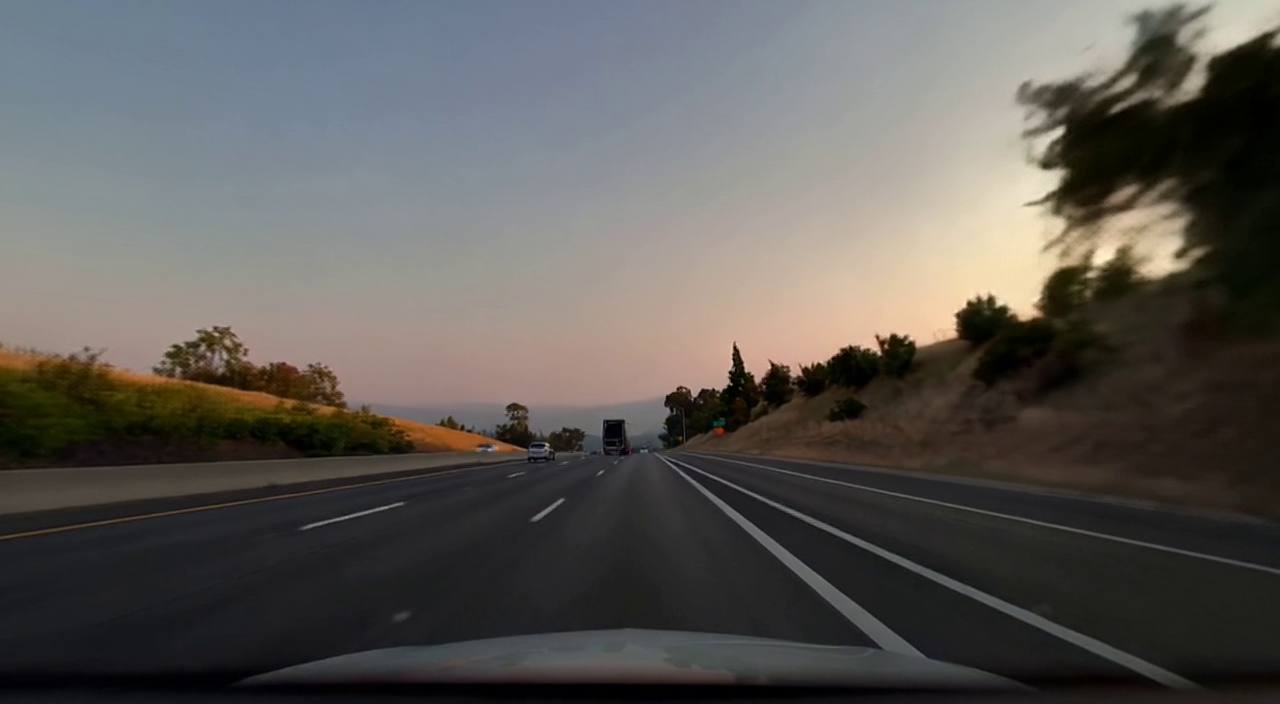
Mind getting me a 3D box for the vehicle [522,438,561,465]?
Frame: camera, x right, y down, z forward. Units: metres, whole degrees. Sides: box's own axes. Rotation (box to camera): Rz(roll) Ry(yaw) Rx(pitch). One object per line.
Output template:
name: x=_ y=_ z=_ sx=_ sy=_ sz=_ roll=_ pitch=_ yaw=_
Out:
vehicle: x=-7.065 y=7.146 z=45.586 sx=2.043 sy=1.828 sz=4.436 roll=0 pitch=-8 yaw=1
